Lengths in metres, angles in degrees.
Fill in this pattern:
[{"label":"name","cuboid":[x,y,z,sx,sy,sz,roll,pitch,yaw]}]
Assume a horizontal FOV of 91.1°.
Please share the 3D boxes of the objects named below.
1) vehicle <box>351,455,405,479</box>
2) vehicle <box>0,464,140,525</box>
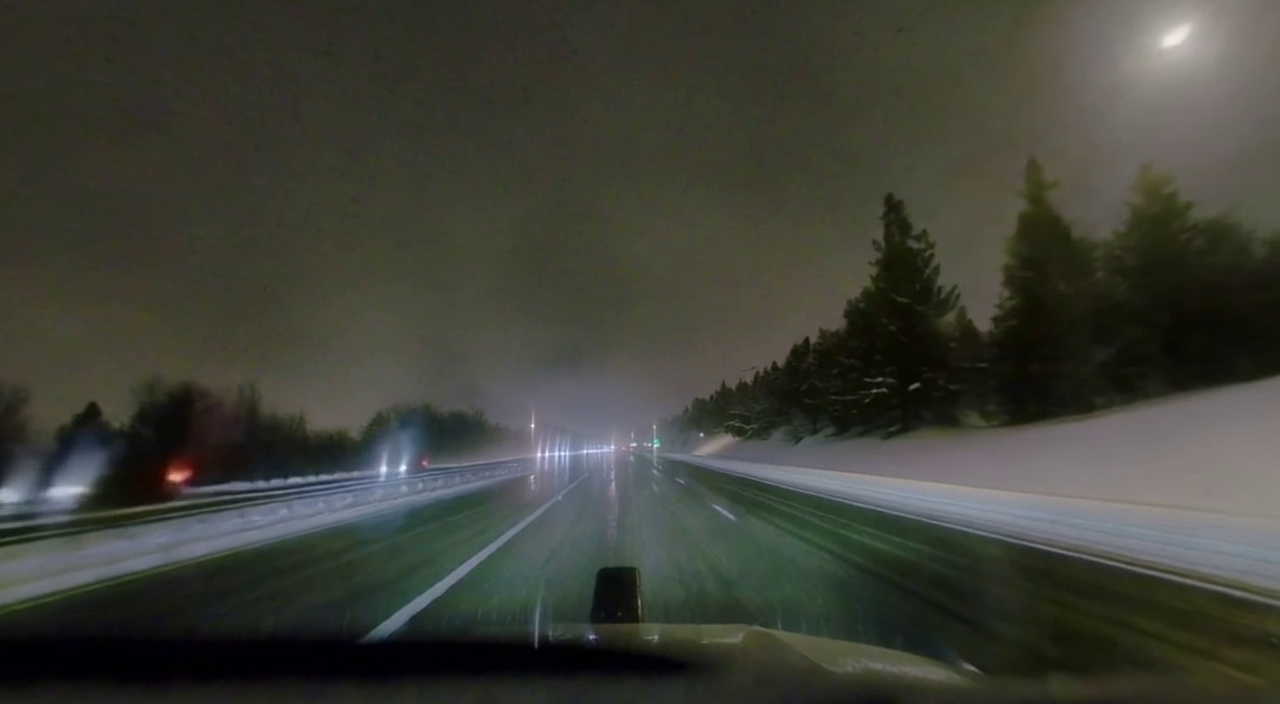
[{"label":"vehicle","cuboid":[-17.414,7.646,41.967,1.832,1.486,4.110,0,-9,0]},{"label":"vehicle","cuboid":[-17.473,4.077,18.461,1.802,1.467,4.590,0,-9,-1]}]
